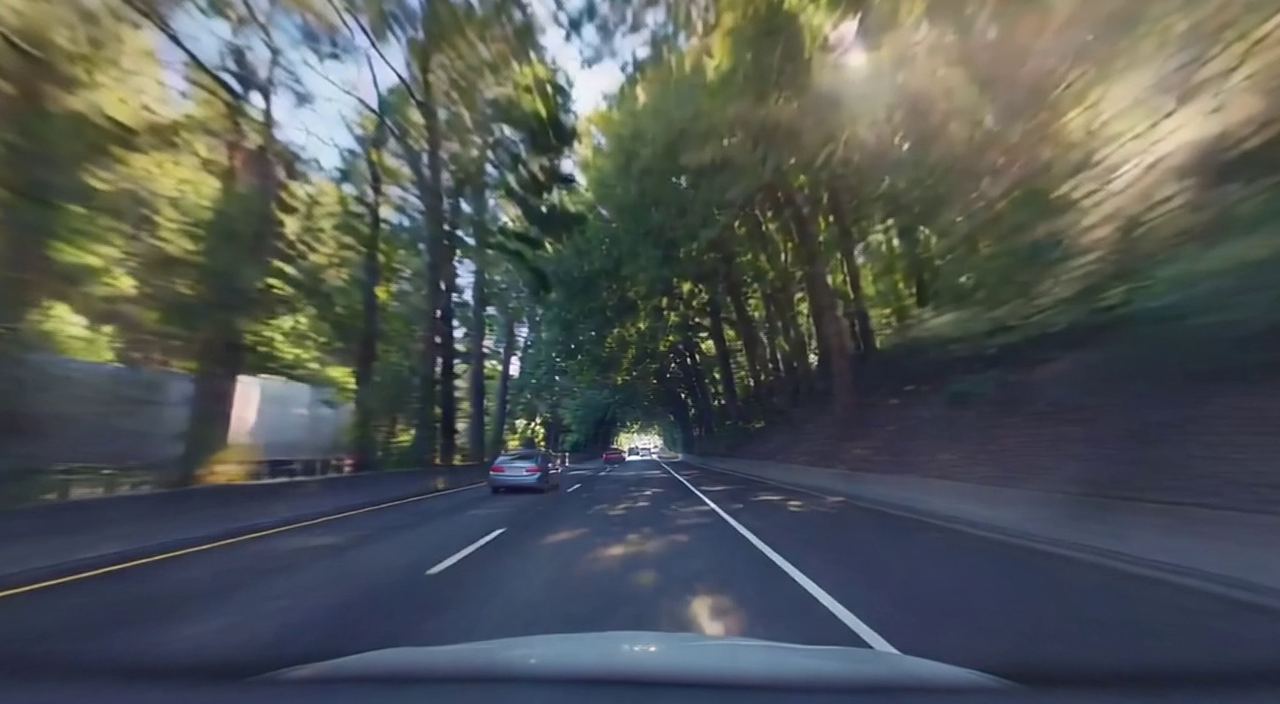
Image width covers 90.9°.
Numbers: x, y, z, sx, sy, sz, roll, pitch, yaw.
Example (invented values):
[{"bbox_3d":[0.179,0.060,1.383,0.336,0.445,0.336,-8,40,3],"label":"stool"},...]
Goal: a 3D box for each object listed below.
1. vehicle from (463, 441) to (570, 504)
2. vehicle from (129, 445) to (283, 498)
[{"bbox_3d":[-3.244,3.280,17.622,1.969,1.505,4.636,0,-9,1],"label":"vehicle"},{"bbox_3d":[-12.777,3.520,18.889,1.846,1.407,3.852,0,-9,0],"label":"vehicle"}]
